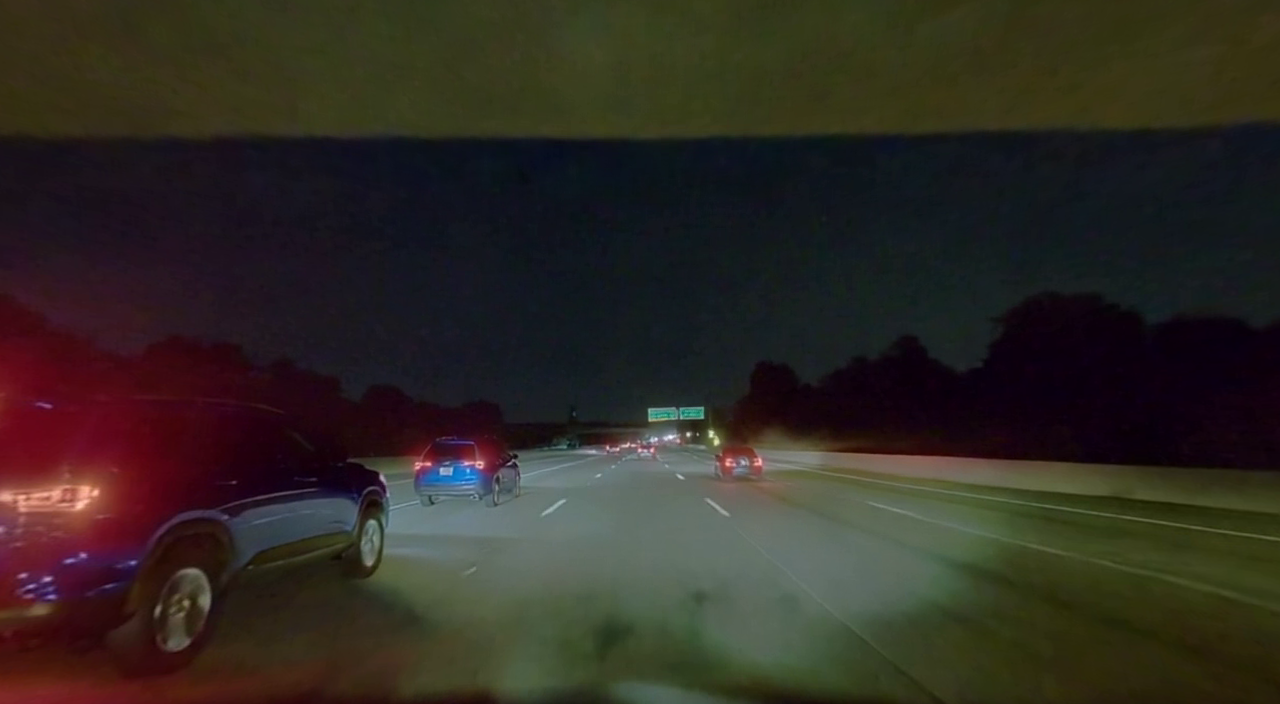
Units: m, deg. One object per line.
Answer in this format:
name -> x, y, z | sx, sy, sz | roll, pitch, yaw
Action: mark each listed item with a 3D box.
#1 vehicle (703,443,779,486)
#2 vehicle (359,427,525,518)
vehicle -> 3.693, 4.174, 23.886 | 2.083, 1.453, 4.307 | 0, -8, -1
vehicle -> -3.995, 2.495, 13.611 | 2.193, 1.641, 4.077 | 0, -8, 1
